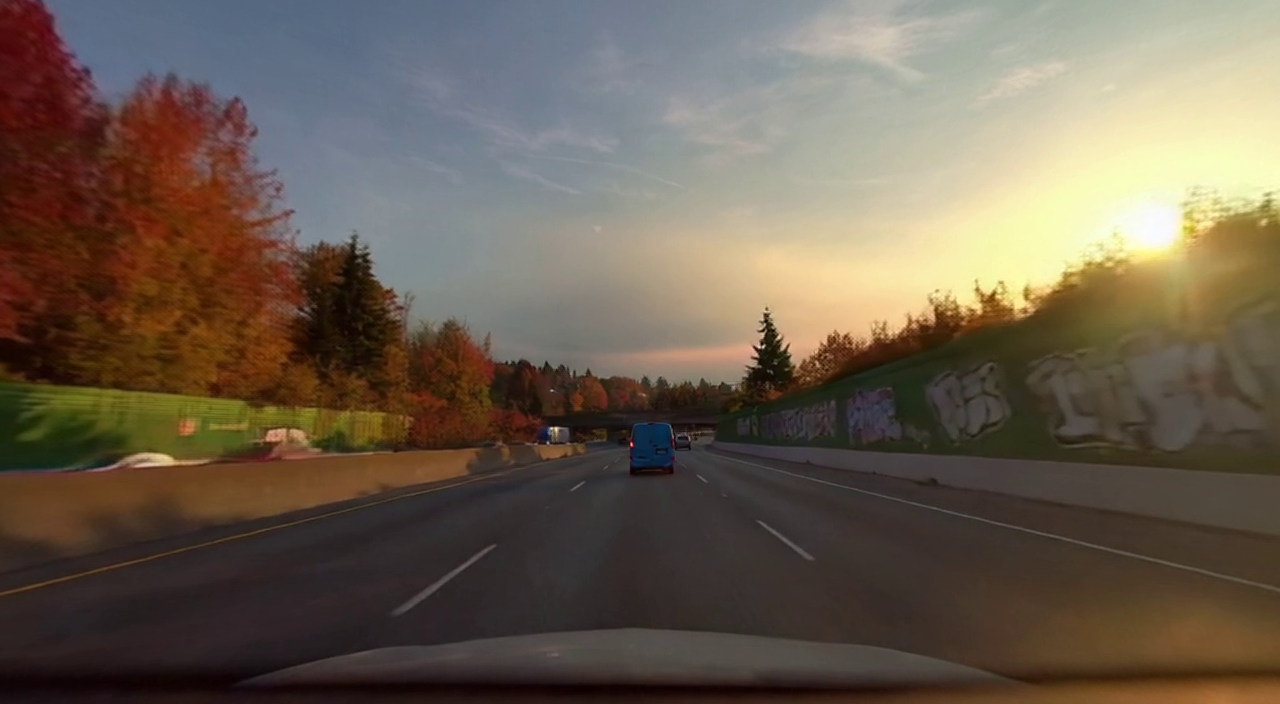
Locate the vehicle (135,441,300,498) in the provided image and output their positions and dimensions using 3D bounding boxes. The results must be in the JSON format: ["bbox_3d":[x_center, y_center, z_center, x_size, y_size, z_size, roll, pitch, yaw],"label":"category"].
[{"bbox_3d":[-12.646,3.510,19.257,1.956,1.510,4.329,0,-8,1],"label":"vehicle"}]

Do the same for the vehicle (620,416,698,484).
[{"bbox_3d":[0.547,3.192,20.650,2.283,1.956,4.421,0,-8,0],"label":"vehicle"}]
